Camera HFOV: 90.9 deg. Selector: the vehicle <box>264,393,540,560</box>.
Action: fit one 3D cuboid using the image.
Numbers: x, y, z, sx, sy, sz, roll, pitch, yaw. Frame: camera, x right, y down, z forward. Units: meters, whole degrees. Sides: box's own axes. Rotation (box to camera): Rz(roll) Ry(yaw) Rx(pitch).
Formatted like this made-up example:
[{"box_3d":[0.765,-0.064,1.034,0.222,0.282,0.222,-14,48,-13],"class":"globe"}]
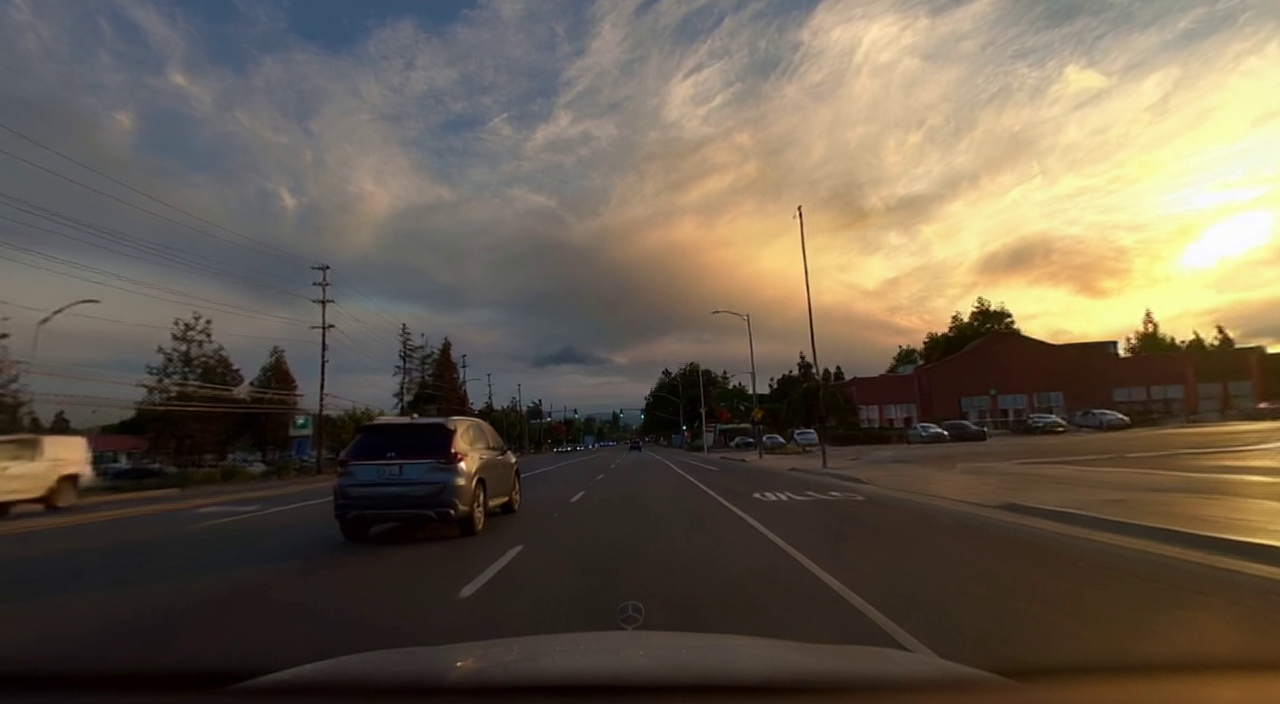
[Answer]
[{"box_3d":[-3.015,1.718,9.426,2.190,1.844,4.751,0,-8,1],"class":"vehicle"}]
